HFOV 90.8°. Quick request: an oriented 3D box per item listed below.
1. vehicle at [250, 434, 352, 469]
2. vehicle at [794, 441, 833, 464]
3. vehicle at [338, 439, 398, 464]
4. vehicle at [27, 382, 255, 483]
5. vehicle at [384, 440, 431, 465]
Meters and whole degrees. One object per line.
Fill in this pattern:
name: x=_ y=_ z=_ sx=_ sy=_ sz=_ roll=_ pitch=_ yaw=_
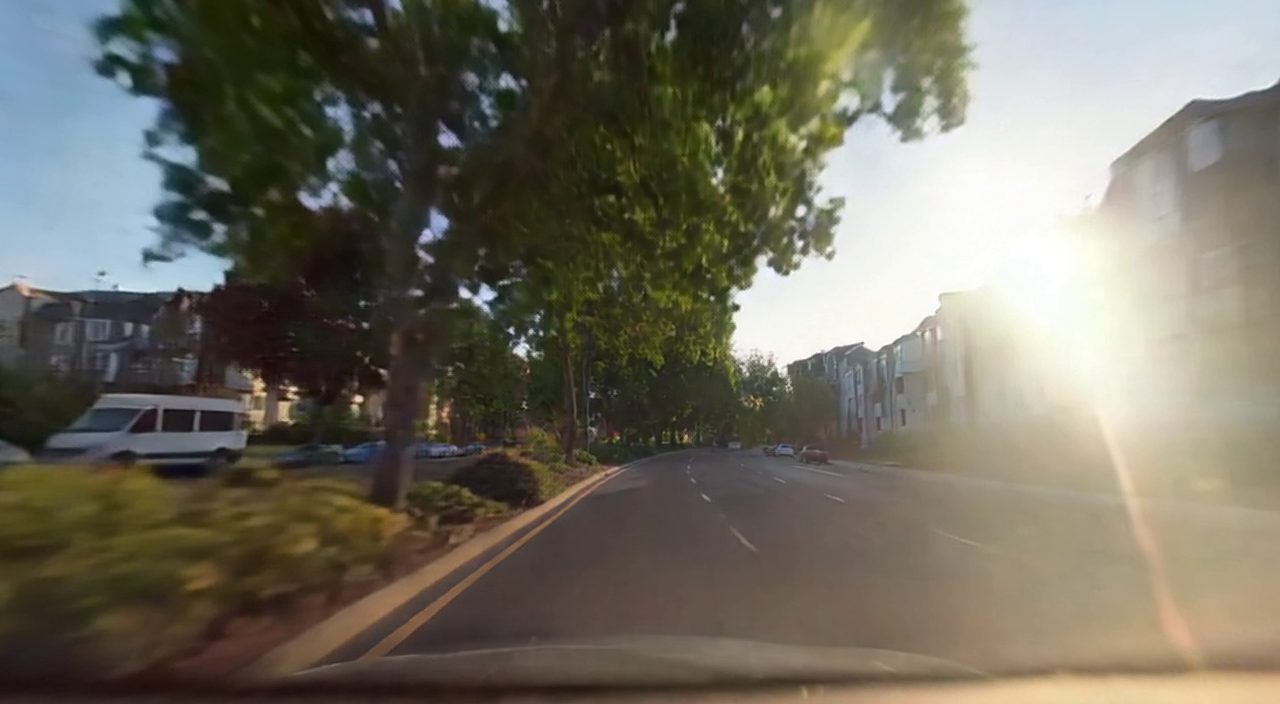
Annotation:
vehicle: x=-17.994 y=5.331 z=33.953 sx=2.076 sy=1.703 sz=5.595 roll=0 pitch=-9 yaw=4
vehicle: x=12.734 y=7.410 z=46.740 sx=1.992 sy=1.615 sz=4.460 roll=-1 pitch=-9 yaw=5
vehicle: x=-17.520 y=6.458 z=40.983 sx=1.854 sy=1.490 sz=4.331 roll=-2 pitch=-9 yaw=2
vehicle: x=-18.448 y=3.137 z=24.156 sx=2.766 sy=3.279 sz=6.821 roll=0 pitch=-9 yaw=3
vehicle: x=-17.086 y=7.402 z=46.598 sx=1.686 sy=1.671 sz=4.477 roll=-1 pitch=-9 yaw=1
